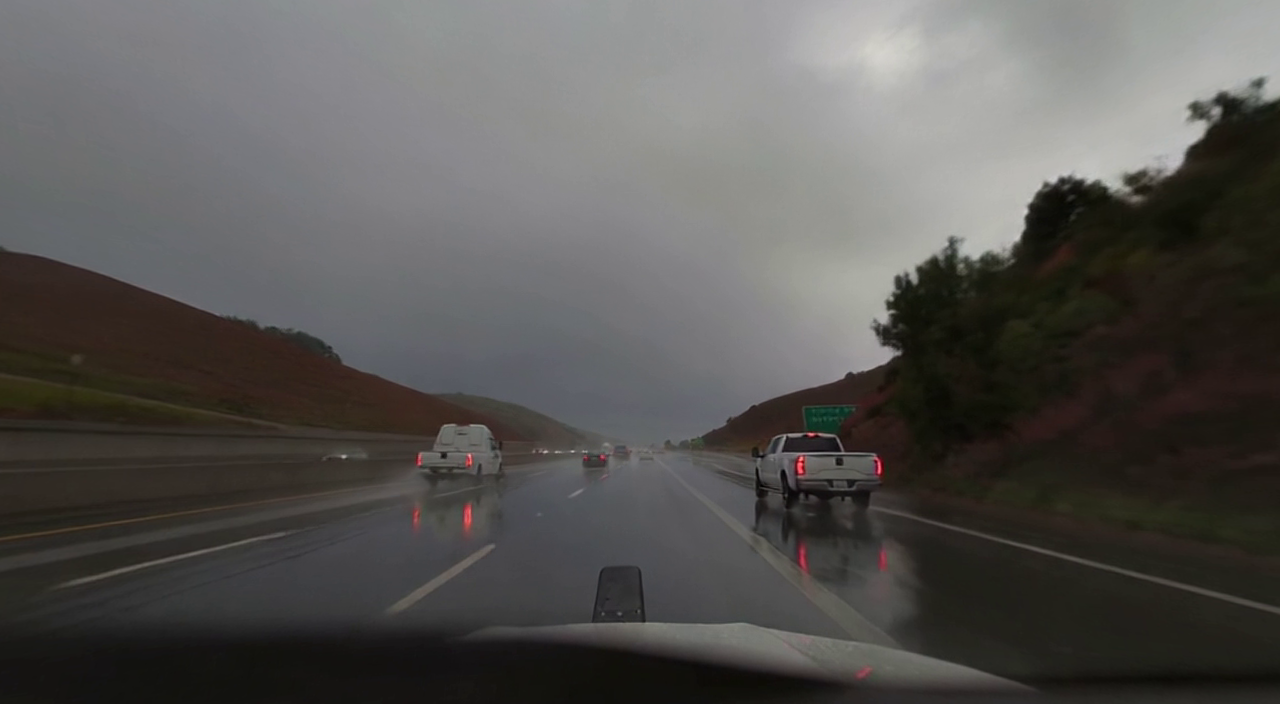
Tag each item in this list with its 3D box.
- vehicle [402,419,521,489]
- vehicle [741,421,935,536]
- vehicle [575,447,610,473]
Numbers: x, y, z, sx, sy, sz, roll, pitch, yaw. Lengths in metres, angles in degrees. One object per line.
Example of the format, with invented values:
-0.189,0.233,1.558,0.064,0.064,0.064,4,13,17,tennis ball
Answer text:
-7.097,4.216,26.232,2.937,2.509,7.090,0,-9,-1,vehicle
3.494,2.356,12.296,2.231,1.789,4.700,0,-9,0,vehicle
-3.114,7.196,42.214,2.009,1.593,4.378,0,-9,0,vehicle
